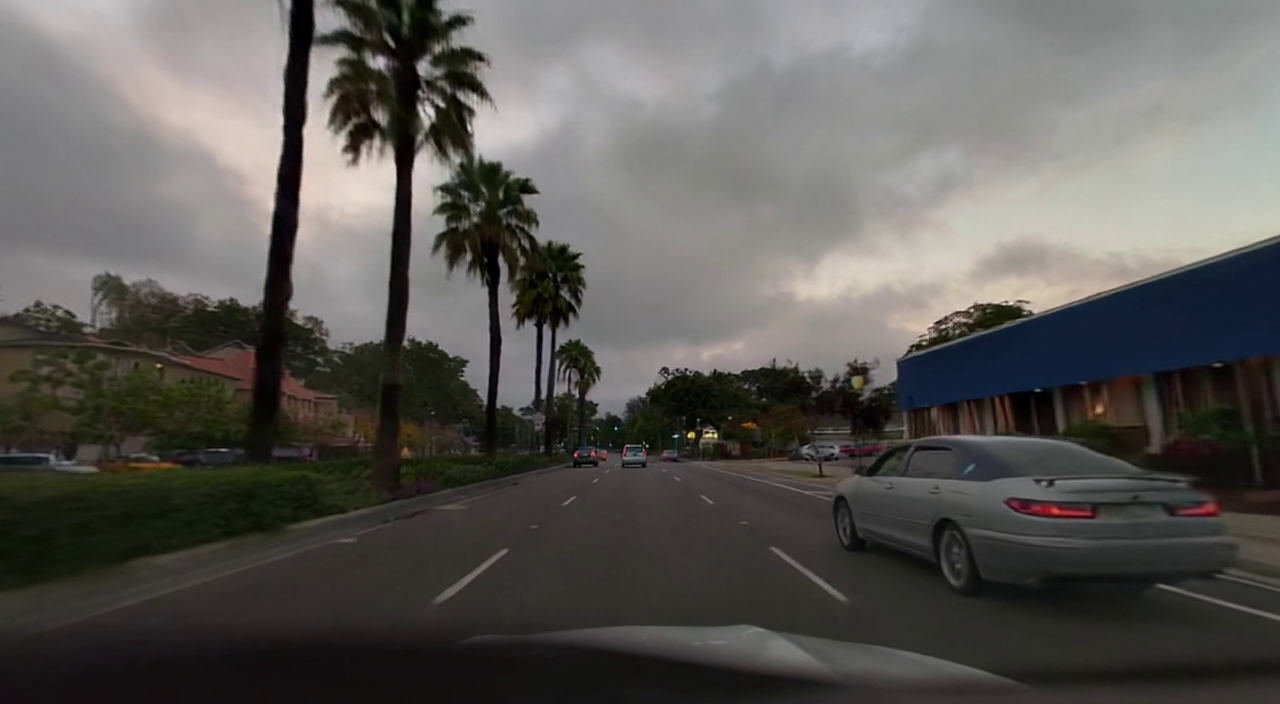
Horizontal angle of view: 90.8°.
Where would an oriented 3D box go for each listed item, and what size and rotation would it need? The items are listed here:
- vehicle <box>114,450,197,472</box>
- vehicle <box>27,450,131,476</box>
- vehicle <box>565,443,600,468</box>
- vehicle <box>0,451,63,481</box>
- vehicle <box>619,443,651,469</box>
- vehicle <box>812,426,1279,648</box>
[{"bbox_3d":[-35.679,8.030,46.619,4.294,1.515,2.111,1,-9,-4],"label":"vehicle"},{"bbox_3d":[-35.098,6.966,39.641,4.515,1.552,2.036,0,-9,-1],"label":"vehicle"},{"bbox_3d":[-4.082,7.460,45.710,2.071,1.744,4.500,0,-9,0],"label":"vehicle"},{"bbox_3d":[-34.709,6.200,34.533,4.277,1.537,1.942,0,-9,-3],"label":"vehicle"},{"bbox_3d":[-0.395,7.130,43.426,2.102,1.653,3.698,0,-9,-1],"label":"vehicle"},{"bbox_3d":[3.567,1.618,6.713,2.090,1.503,4.566,0,-9,-1],"label":"vehicle"}]
